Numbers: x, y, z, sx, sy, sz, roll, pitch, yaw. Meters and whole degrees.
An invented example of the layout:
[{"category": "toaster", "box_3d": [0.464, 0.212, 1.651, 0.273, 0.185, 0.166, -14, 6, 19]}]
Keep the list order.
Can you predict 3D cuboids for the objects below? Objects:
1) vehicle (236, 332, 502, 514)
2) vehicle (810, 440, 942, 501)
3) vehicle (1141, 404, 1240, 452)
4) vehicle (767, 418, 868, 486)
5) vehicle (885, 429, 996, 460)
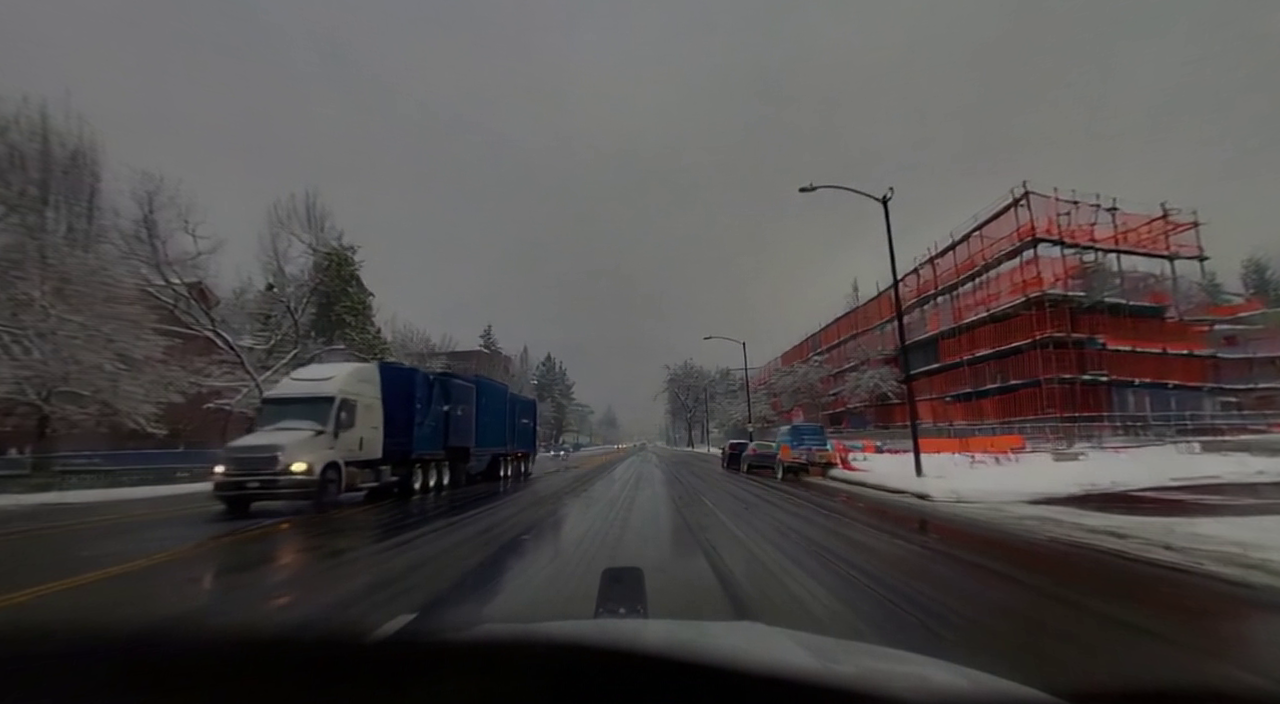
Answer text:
[{"category": "vehicle", "box_3d": [-7.081, 2.304, 19.129, 3.071, 3.982, 10.729, 0, -8, 1]}, {"category": "vehicle", "box_3d": [6.530, 3.309, 18.028, 1.933, 1.488, 4.736, 0, -8, 0]}, {"category": "vehicle", "box_3d": [23.118, 3.304, 26.605, 2.078, 1.823, 5.181, -5, -10, 30]}, {"category": "vehicle", "box_3d": [6.611, 3.823, 24.195, 2.233, 2.269, 5.757, 0, -8, 1]}, {"category": "vehicle", "box_3d": [15.943, 4.935, 33.463, 4.775, 1.610, 2.147, 0, -8, -3]}]
